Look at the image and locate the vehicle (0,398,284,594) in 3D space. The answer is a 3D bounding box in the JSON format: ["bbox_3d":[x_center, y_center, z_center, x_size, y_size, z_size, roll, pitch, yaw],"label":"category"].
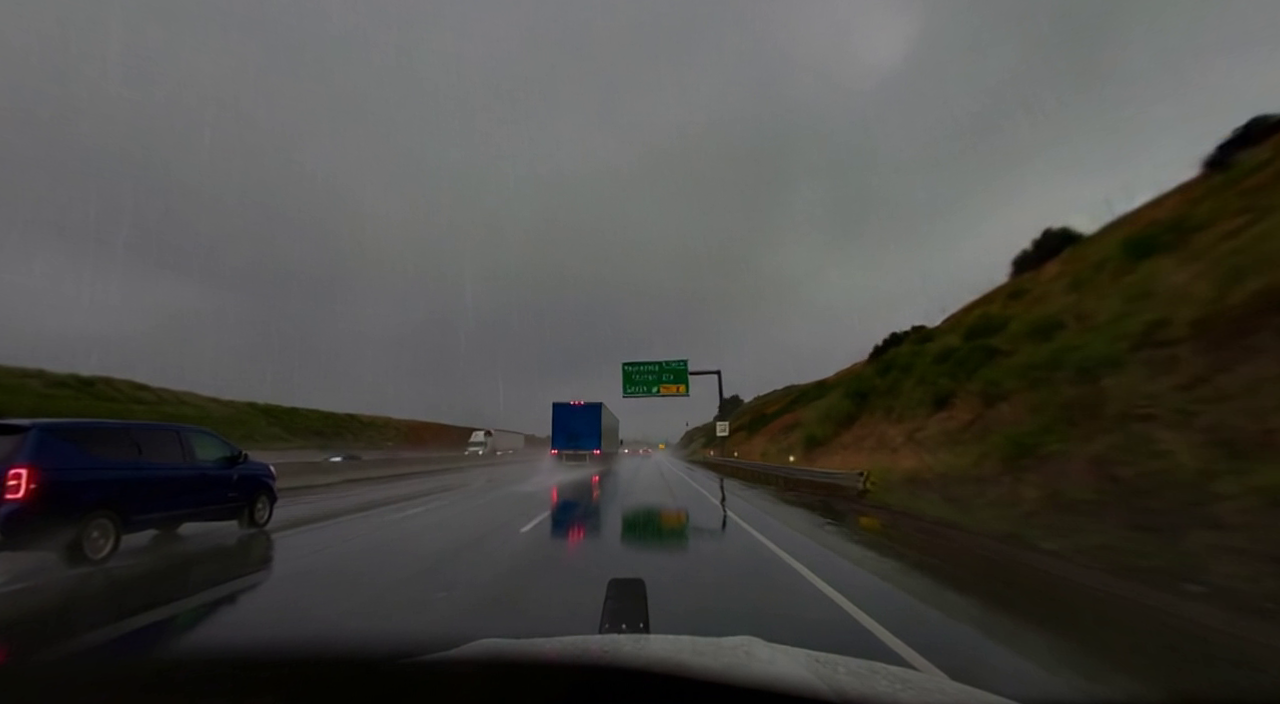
[{"bbox_3d":[-7.252,1.699,8.198,2.175,1.860,5.236,0,-8,0],"label":"vehicle"}]

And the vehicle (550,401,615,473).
[{"bbox_3d":[-3.581,5.932,43.629,2.893,4.073,15.281,0,-8,0],"label":"vehicle"}]
